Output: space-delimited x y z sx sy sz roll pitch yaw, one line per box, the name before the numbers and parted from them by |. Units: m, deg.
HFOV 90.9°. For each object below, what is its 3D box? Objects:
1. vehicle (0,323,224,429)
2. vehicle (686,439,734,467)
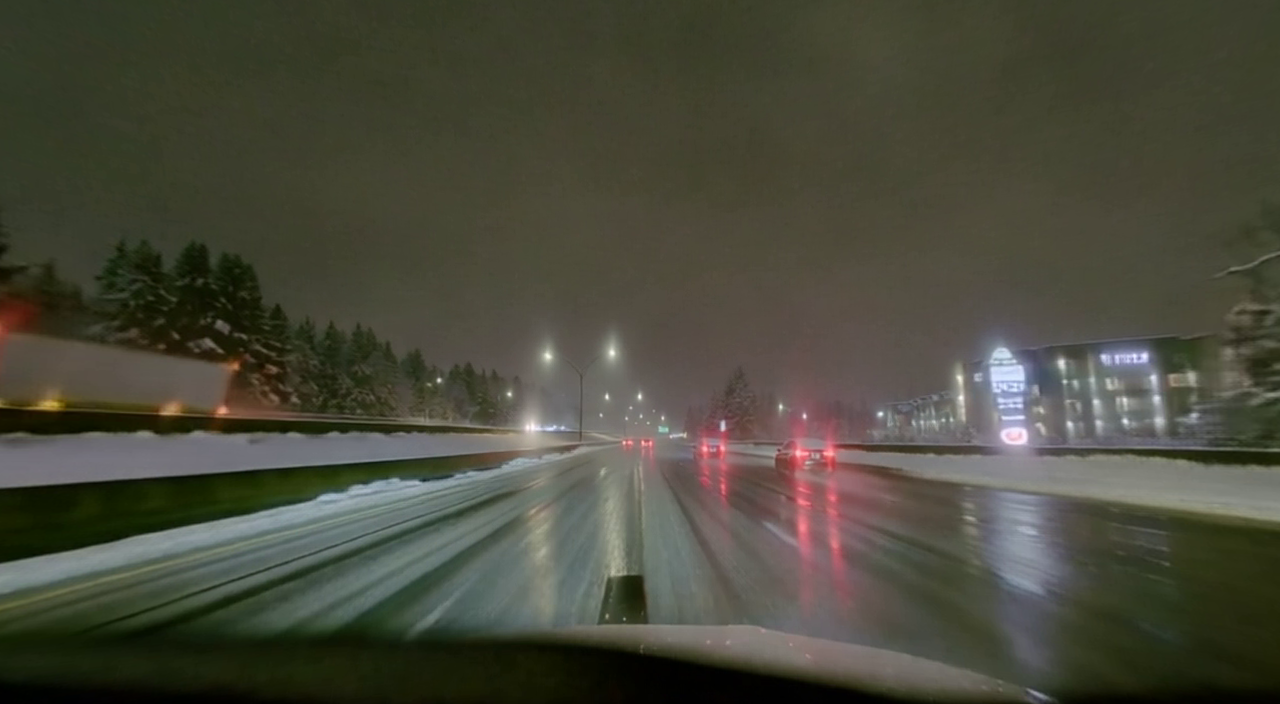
vehicle | -27.557 1.818 32.462 3.138 3.880 14.498 0 -8 -3
vehicle | 3.807 5.601 35.018 2.069 1.431 4.313 0 -8 -1
